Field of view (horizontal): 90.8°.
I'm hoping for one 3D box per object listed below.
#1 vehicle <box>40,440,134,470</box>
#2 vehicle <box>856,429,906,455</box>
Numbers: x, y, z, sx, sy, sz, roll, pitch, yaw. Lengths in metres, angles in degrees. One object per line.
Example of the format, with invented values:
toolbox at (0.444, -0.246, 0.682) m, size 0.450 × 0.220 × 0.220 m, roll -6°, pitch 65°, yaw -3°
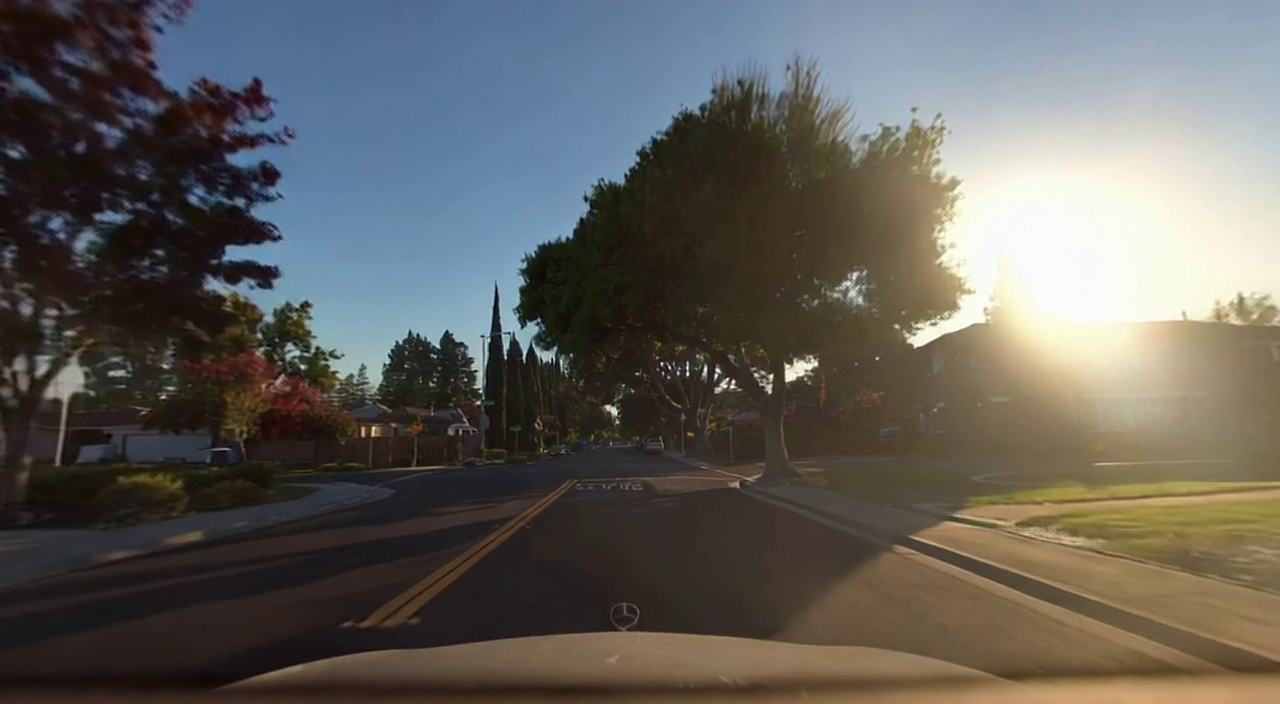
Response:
vehicle at (-37.265, 6.924, 42.770) m, size 2.016 × 1.908 × 4.814 m, roll 0°, pitch -9°, yaw -1°
vehicle at (18.156, 6.747, 47.771) m, size 2.001 × 1.750 × 4.673 m, roll 0°, pitch -6°, yaw 1°
